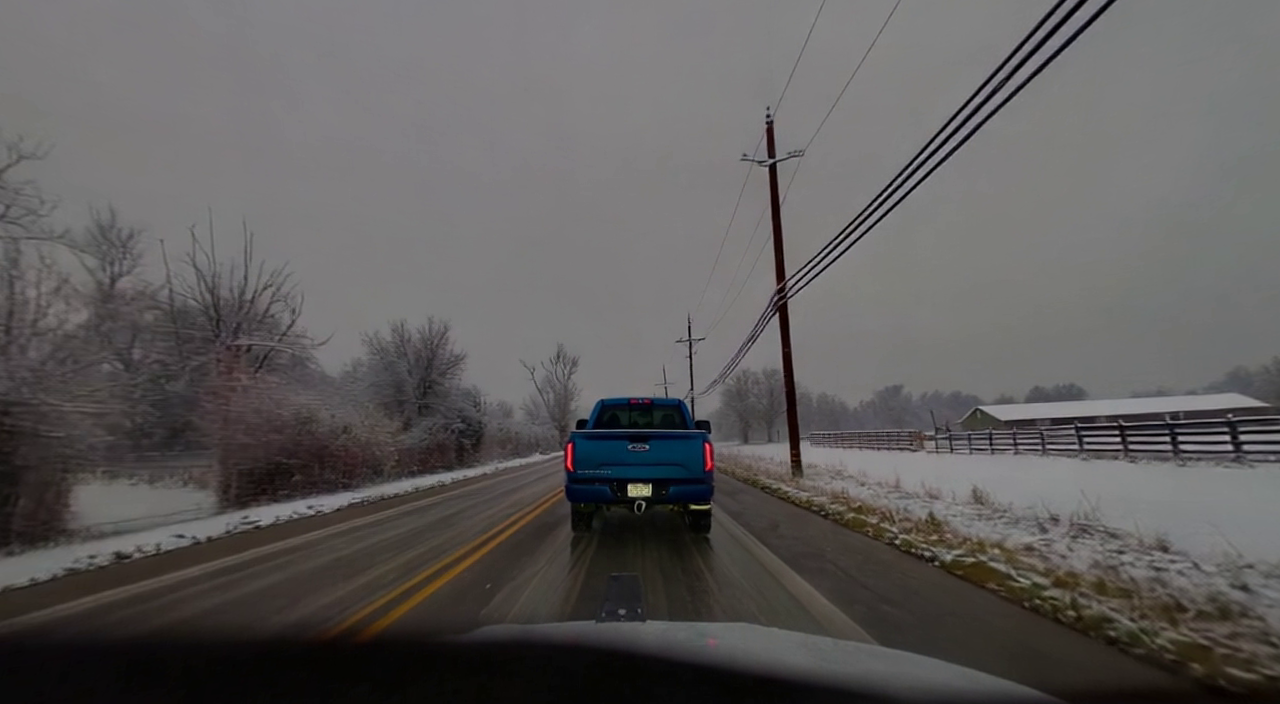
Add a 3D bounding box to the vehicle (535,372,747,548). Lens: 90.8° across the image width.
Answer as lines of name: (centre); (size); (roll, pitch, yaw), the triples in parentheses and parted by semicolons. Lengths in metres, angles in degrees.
vehicle: (-0.064, 1.798, 11.063); (2.693, 2.223, 5.885); (0, -8, -2)
